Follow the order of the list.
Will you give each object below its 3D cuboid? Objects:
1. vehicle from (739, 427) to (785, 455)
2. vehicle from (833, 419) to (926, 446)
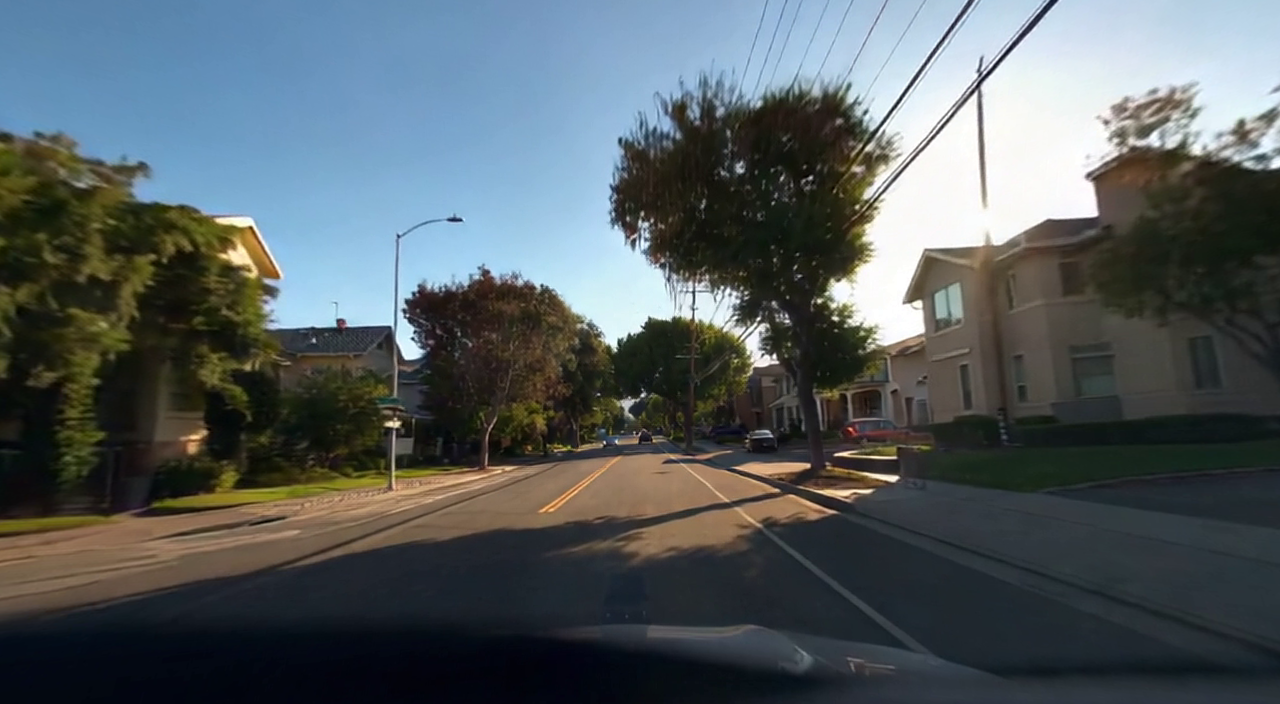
[{"bbox_3d":[7.355,5.424,38.393,2.071,1.510,4.418,-3,-8,3],"label":"vehicle"},{"bbox_3d":[14.337,4.875,37.985,4.848,1.509,1.976,-1,-9,7],"label":"vehicle"}]
